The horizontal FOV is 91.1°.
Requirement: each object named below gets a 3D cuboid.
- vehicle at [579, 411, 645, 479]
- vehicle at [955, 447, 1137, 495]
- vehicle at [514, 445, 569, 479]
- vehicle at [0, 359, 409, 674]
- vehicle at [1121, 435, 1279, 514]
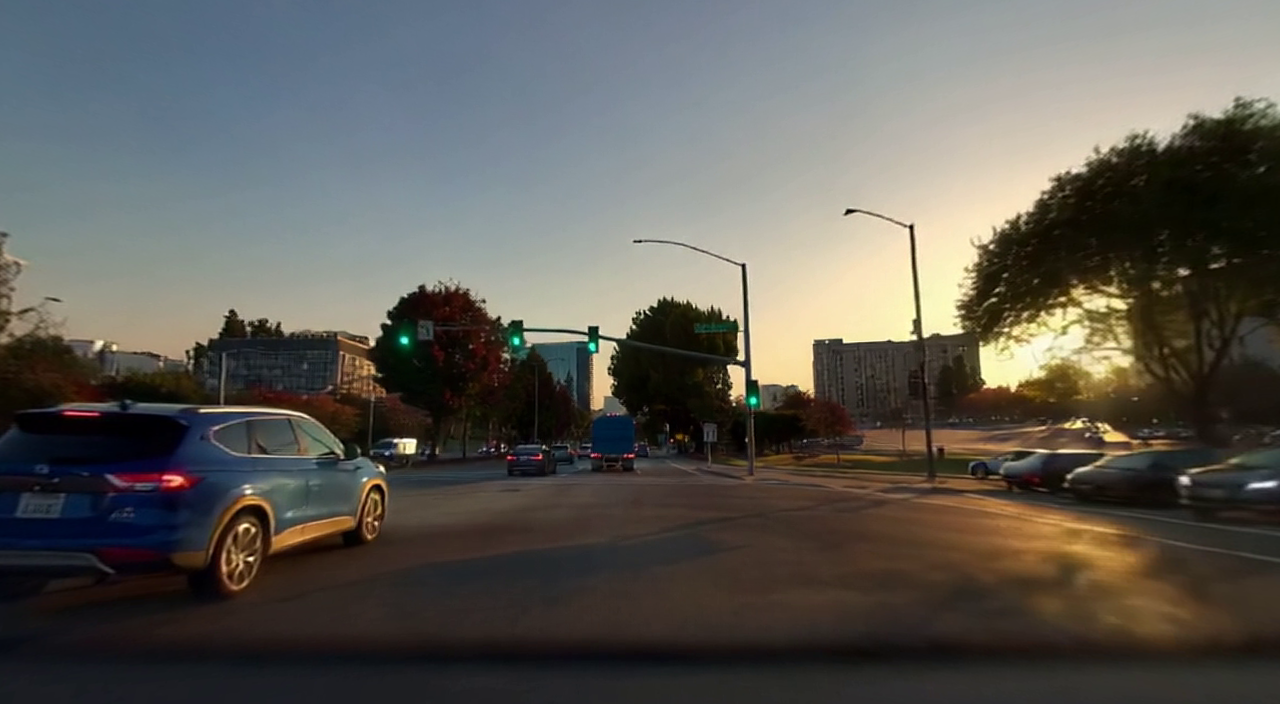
[{"bbox_3d":[-1.312,4.713,31.700,2.993,3.051,6.692,0,-9,-1],"label":"vehicle"},{"bbox_3d":[13.743,4.042,21.498,4.807,1.530,2.066,0,-9,-2],"label":"vehicle"},{"bbox_3d":[-4.629,5.237,30.140,2.023,1.483,4.143,0,-9,-1],"label":"vehicle"},{"bbox_3d":[-4.272,1.314,6.172,2.178,1.826,4.933,0,-9,-1],"label":"vehicle"},{"bbox_3d":[14.395,2.834,14.797,4.372,1.694,2.107,0,-9,-2],"label":"vehicle"}]
